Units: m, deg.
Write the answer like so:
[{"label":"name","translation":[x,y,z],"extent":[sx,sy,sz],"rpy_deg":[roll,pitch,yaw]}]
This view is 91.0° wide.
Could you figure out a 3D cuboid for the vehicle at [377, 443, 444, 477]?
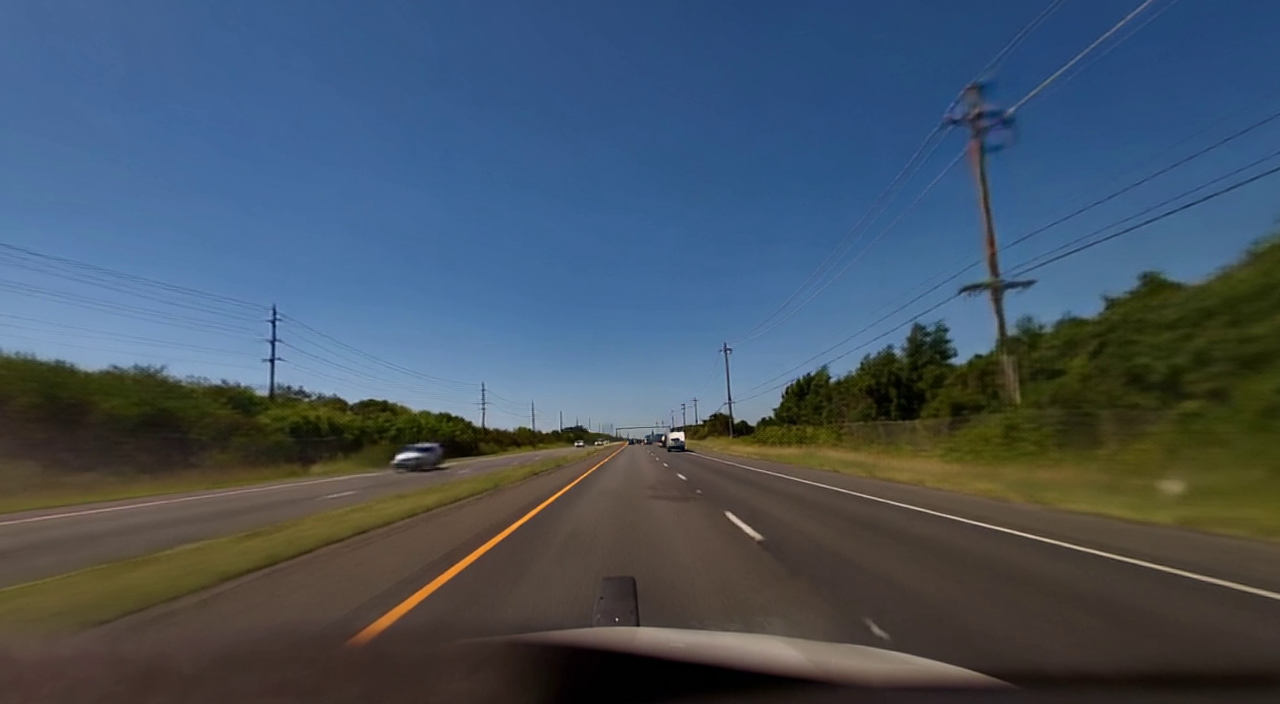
[{"label":"vehicle","translation":[-11.407,5.353,31.556],"extent":[1.891,1.550,3.836],"rpy_deg":[-1,-8,0]}]
